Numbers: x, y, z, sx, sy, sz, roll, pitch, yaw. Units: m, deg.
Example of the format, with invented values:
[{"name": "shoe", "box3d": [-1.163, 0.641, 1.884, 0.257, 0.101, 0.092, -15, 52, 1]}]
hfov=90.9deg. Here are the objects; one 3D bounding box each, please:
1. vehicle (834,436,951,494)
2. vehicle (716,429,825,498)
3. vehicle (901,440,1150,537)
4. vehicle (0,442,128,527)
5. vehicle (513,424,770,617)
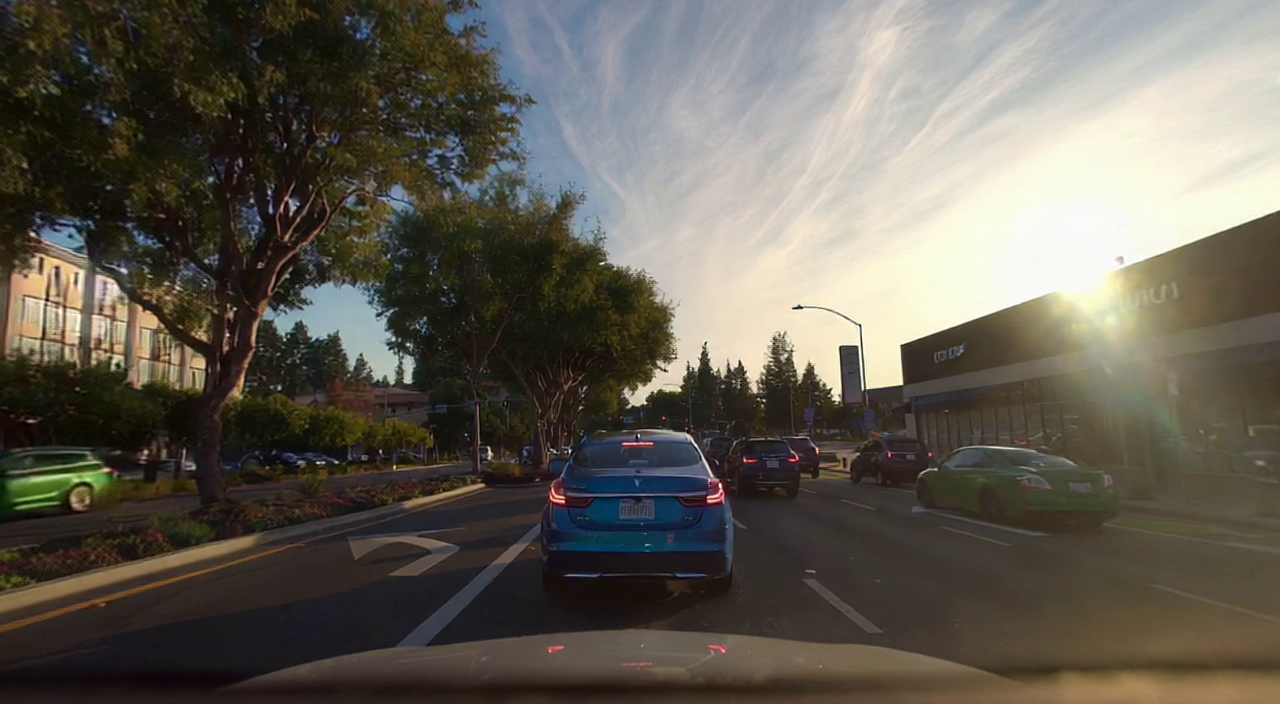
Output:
[{"name": "vehicle", "box3d": [7.939, 3.565, 20.371, 1.963, 1.637, 4.527, 0, -8, 1]}, {"name": "vehicle", "box3d": [3.621, 3.200, 18.461, 2.114, 1.736, 4.553, 0, -8, -1]}, {"name": "vehicle", "box3d": [6.837, 2.417, 11.916, 1.911, 1.468, 4.417, 0, -8, 0]}, {"name": "vehicle", "box3d": [-14.462, 2.922, 14.251, 2.163, 1.743, 4.428, 0, -8, -4]}, {"name": "vehicle", "box3d": [-0.019, 1.624, 7.115, 1.977, 1.465, 4.376, 0, -8, -1]}]
